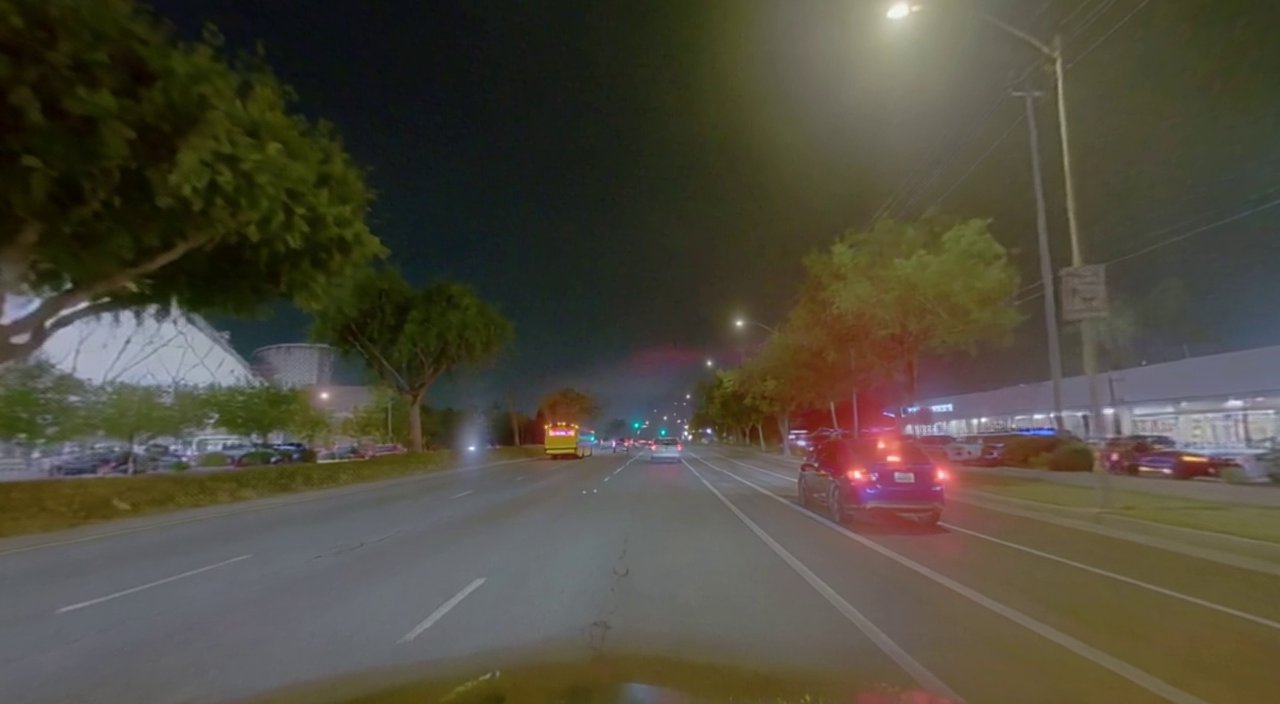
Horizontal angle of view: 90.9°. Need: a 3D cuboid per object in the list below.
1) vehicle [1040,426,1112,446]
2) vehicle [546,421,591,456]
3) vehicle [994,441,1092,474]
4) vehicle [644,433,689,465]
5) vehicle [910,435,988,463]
[{"bbox_3d":[34.279,6.632,49.682,4.215,1.462,1.883,0,-9,0],"label":"vehicle"},{"bbox_3d":[-5.478,6.805,49.289,2.485,2.556,6.363,-1,-9,3],"label":"vehicle"},{"bbox_3d":[19.408,5.078,30.676,1.849,1.466,4.831,-1,-9,4],"label":"vehicle"},{"bbox_3d":[1.295,4.935,32.055,2.123,1.498,4.226,0,-9,1],"label":"vehicle"},{"bbox_3d":[19.961,6.303,41.118,2.229,1.661,5.991,0,-9,2],"label":"vehicle"}]
